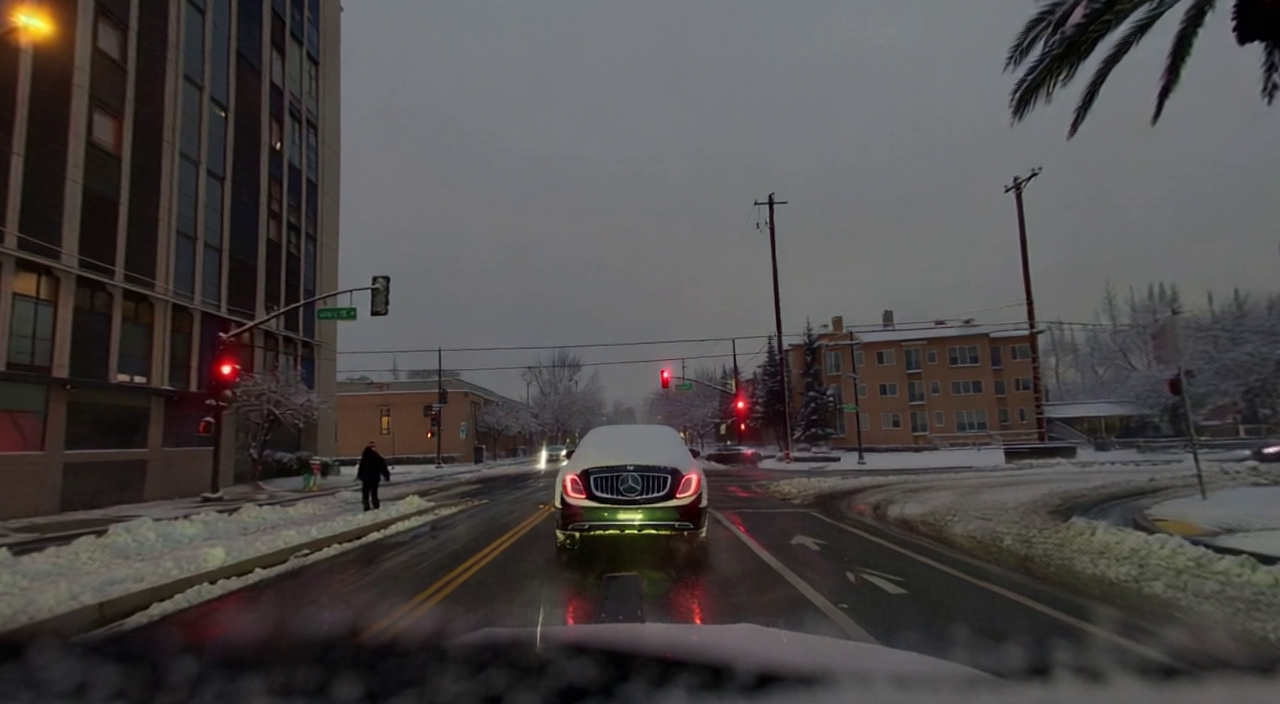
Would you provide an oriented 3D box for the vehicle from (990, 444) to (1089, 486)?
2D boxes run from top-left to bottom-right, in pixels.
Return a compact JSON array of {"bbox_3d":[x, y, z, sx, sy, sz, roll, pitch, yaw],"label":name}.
[{"bbox_3d":[16.633,4.625,26.222,4.118,1.593,2.004,6,-10,-36],"label":"vehicle"}]

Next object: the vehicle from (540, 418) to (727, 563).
[{"bbox_3d":[-0.083,1.877,9.225,2.144,1.643,3.770,0,-8,0],"label":"vehicle"}]

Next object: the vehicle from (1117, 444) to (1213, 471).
[{"bbox_3d":[32.162,6.463,38.761,4.234,1.613,1.812,0,-8,-1],"label":"vehicle"}]
